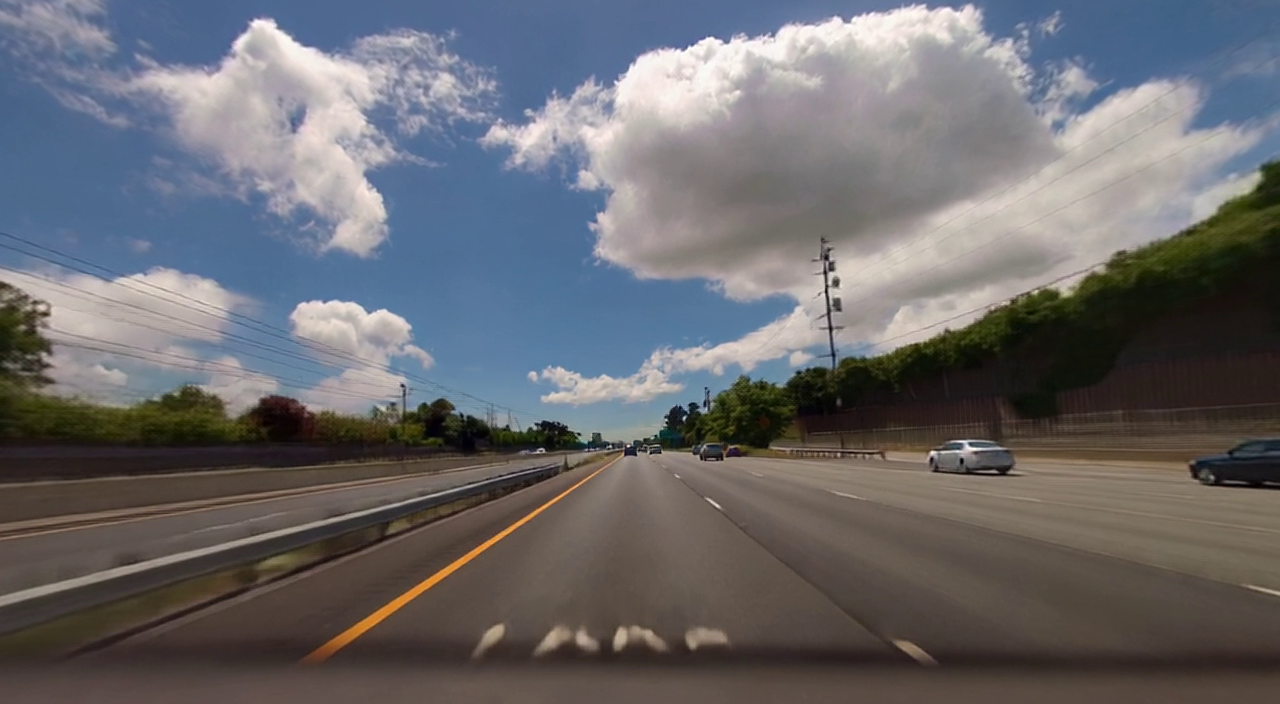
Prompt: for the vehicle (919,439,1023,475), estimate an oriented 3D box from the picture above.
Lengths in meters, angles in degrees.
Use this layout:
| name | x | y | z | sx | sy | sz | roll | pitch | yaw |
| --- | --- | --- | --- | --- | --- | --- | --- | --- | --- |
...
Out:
| name | x | y | z | sx | sy | sz | roll | pitch | yaw |
| --- | --- | --- | --- | --- | --- | --- | --- | --- | --- |
| vehicle | 14.616 | 4.656 | 28.149 | 2.089 | 1.484 | 4.573 | 0 | -9 | -1 |
